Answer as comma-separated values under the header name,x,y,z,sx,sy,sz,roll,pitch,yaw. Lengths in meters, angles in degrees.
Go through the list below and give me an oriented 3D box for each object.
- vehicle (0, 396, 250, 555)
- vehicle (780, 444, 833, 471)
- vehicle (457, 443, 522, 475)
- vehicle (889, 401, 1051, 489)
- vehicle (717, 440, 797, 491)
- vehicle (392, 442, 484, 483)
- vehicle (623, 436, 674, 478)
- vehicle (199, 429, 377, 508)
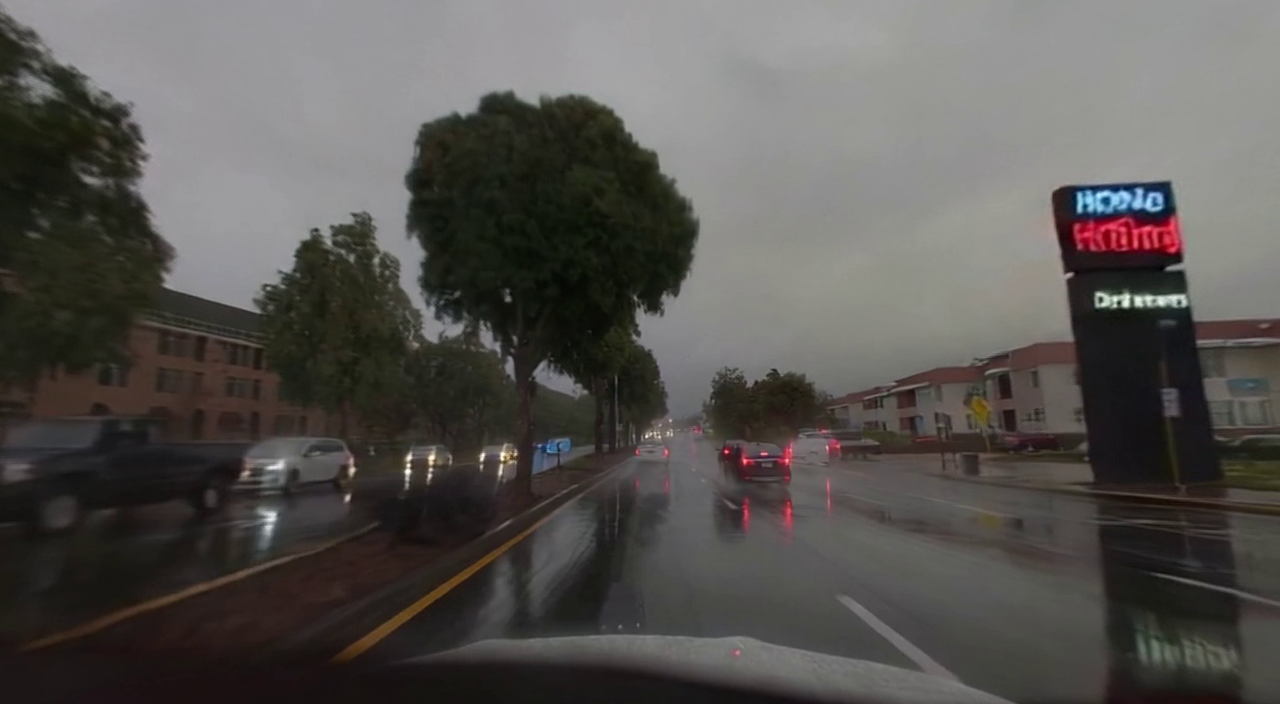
name,x,y,z,sx,sy,sz,roll,pitch,yaw
vehicle,-8.490,1.682,8.935,2.218,1.819,5.732,0,-9,1
vehicle,9.419,5.992,36.098,1.860,1.475,4.488,0,-9,1
vehicle,-7.465,5.362,31.893,2.007,1.443,4.447,0,-9,3
vehicle,12.098,3.532,23.989,2.790,2.897,6.326,0,-9,2
vehicle,3.700,3.646,20.647,1.852,1.498,3.825,0,-9,0
vehicle,-7.860,4.343,25.093,1.992,1.465,4.458,-1,-9,3
vehicle,0.440,4.650,28.202,2.101,1.694,3.979,0,-9,3
vehicle,-8.742,2.921,16.275,1.934,1.713,4.441,0,-9,1
